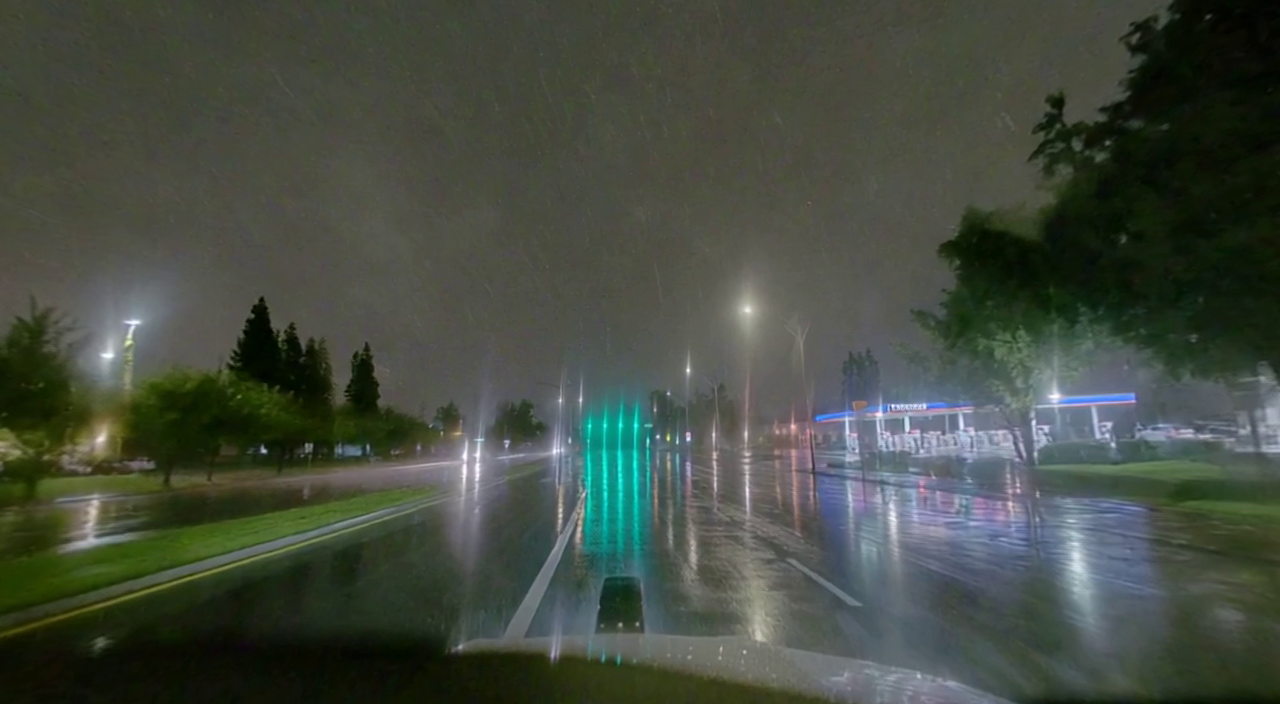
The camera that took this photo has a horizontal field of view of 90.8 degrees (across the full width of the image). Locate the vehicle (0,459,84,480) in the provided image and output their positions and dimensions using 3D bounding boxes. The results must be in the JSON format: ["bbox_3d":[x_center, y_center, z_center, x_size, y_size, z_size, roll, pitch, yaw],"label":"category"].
[{"bbox_3d":[-47.027,9.197,49.765,2.009,1.408,4.847,-3,-9,1],"label":"vehicle"}]

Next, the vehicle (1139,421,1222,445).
[{"bbox_3d":[40.456,6.114,47.449,1.889,1.699,4.777,0,-8,-1],"label":"vehicle"}]

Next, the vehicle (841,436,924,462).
[{"bbox_3d":[15.722,6.319,41.059,4.548,1.568,1.953,0,-10,-2],"label":"vehicle"}]
